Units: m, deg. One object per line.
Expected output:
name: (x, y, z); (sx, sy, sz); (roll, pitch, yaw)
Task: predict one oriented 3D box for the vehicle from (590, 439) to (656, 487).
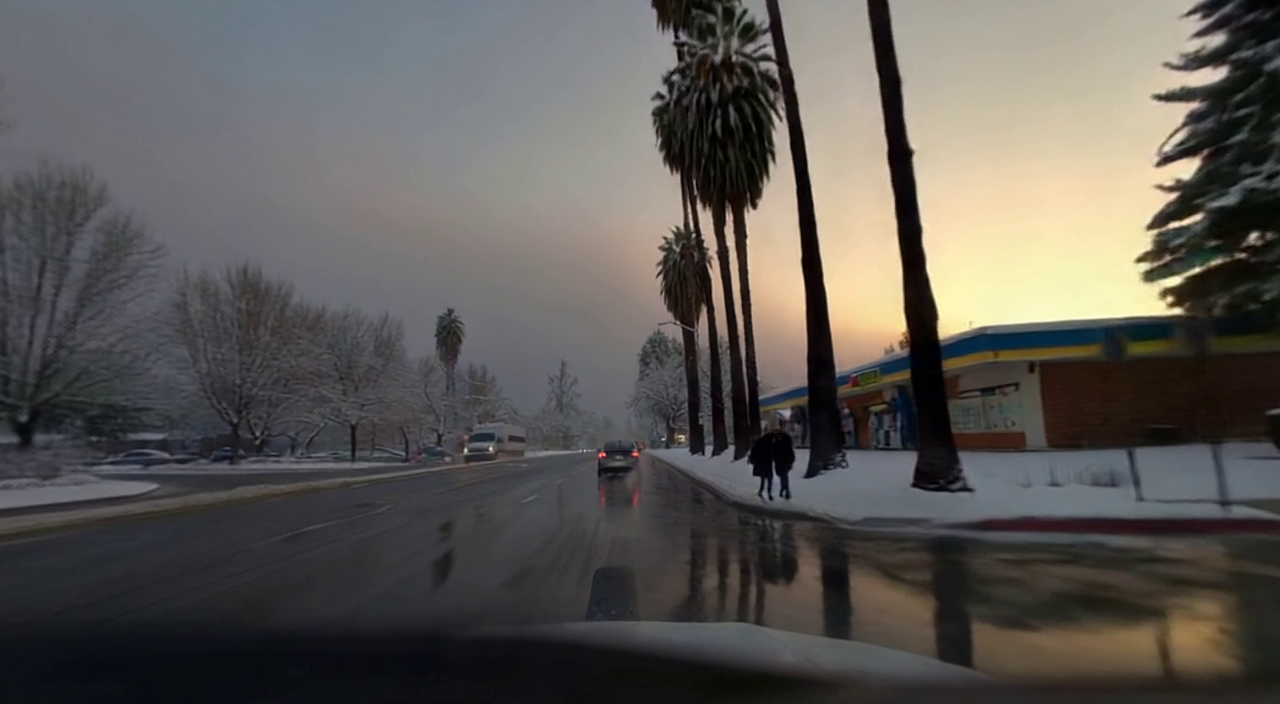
vehicle: (-0.579, 3.807, 22.034); (2.076, 1.486, 4.119); (0, -9, -1)
